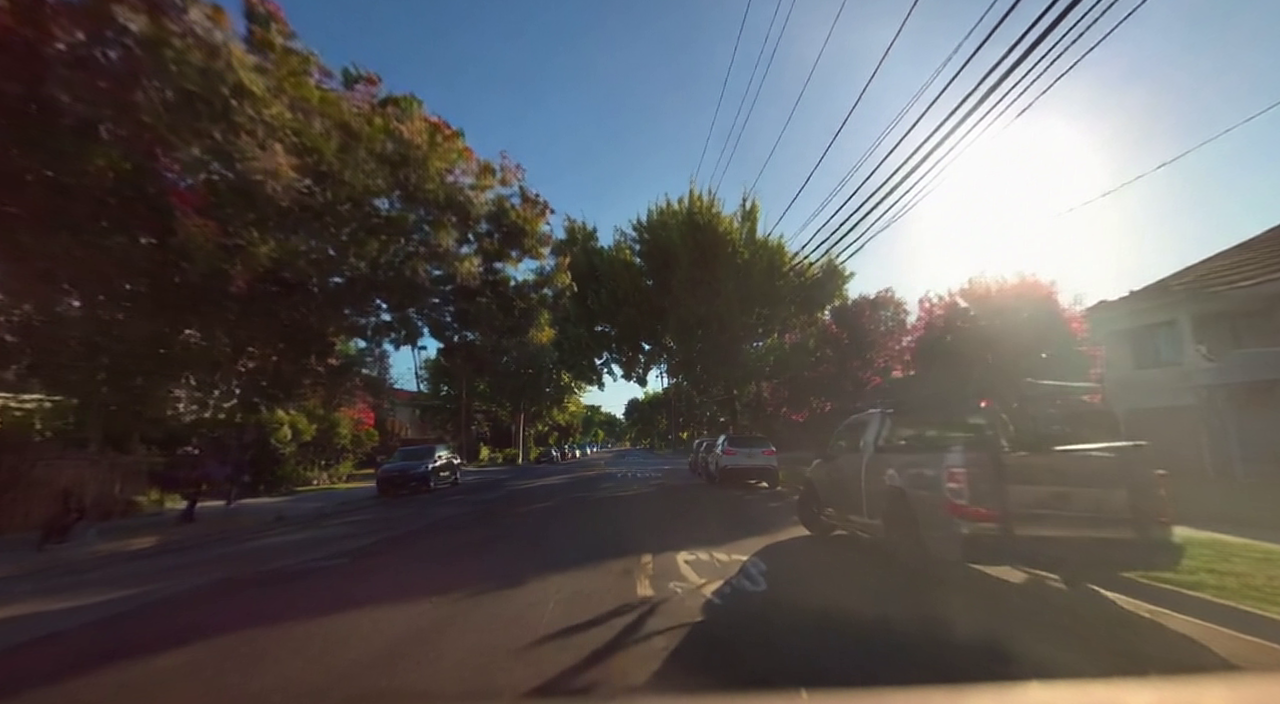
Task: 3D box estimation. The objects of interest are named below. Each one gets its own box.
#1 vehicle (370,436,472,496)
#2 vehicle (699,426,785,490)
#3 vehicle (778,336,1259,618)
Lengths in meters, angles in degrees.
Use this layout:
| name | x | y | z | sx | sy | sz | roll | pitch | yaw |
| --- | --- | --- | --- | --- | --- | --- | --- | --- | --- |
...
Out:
| name | x | y | z | sx | sy | sz | roll | pitch | yaw |
| --- | --- | --- | --- | --- | --- | --- | --- | --- | --- |
| vehicle | -7.371 | 3.940 | 21.737 | 1.980 | 1.664 | 4.342 | -5 | -11 | 0 |
| vehicle | 3.124 | 3.348 | 20.235 | 1.993 | 1.778 | 4.311 | 0 | -8 | 0 |
| vehicle | 3.394 | 1.317 | 7.558 | 2.111 | 2.054 | 5.748 | 0 | -8 | -1 |
